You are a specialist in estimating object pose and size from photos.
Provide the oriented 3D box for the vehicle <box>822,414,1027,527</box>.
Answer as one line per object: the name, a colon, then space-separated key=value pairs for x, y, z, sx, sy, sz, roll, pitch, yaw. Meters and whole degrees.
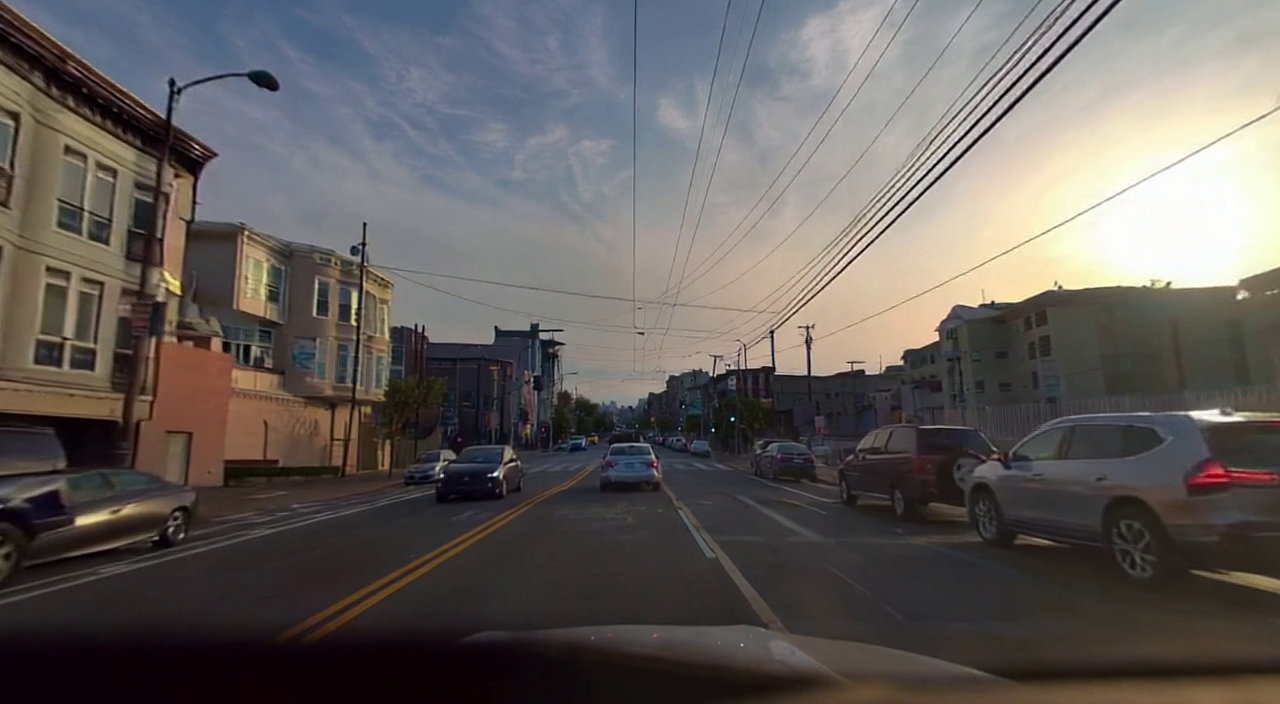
vehicle: x=6.151 y=2.633 z=14.685 sx=2.208 sy=2.106 sz=5.496 roll=0 pitch=-9 yaw=0

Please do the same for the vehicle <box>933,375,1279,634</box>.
vehicle: x=6.198 y=1.633 z=7.821 sx=2.203 sy=2.052 sz=5.975 roll=0 pitch=-8 yaw=-1

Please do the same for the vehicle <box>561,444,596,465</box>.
vehicle: x=-4.576 y=7.670 z=47.596 sx=2.181 sy=1.500 sz=4.319 roll=0 pitch=-8 yaw=0

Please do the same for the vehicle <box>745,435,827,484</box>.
vehicle: x=6.235 y=4.672 z=27.799 sx=2.197 sy=1.917 sz=5.637 roll=0 pitch=-8 yaw=0

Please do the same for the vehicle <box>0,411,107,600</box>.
vehicle: x=-7.359 y=1.314 z=4.759 sx=2.095 sy=1.847 sz=5.290 roll=0 pitch=-8 yaw=-1

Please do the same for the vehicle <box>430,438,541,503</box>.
vehicle: x=-4.055 y=3.176 z=17.373 sx=1.968 sy=1.524 sz=4.304 roll=0 pitch=-8 yaw=-1

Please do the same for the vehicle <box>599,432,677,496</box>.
vehicle: x=-0.050 y=3.164 z=18.162 sx=1.980 sy=1.635 sz=3.795 roll=0 pitch=-8 yaw=0
